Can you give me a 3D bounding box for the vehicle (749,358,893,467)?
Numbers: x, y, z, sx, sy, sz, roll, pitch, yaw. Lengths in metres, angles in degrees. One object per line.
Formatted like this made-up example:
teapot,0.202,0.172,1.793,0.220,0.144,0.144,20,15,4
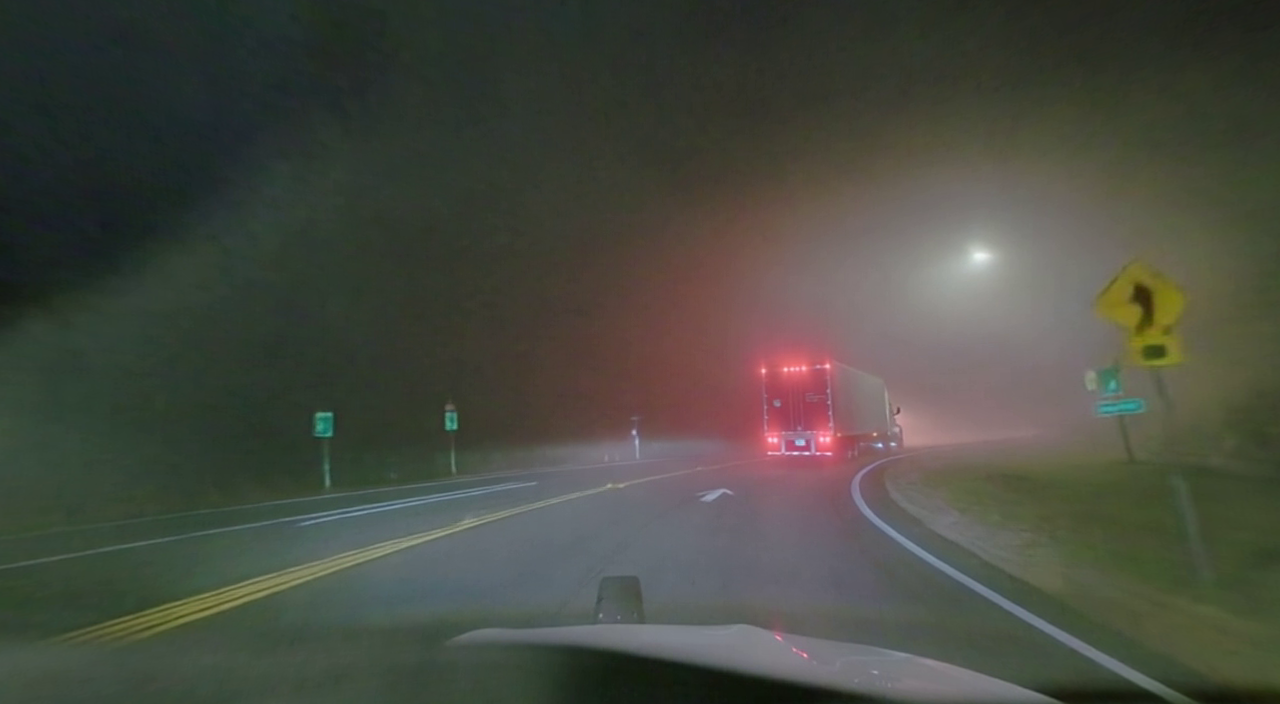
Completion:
vehicle,8.042,2.725,26.543,2.837,3.712,10.484,-5,-9,32
